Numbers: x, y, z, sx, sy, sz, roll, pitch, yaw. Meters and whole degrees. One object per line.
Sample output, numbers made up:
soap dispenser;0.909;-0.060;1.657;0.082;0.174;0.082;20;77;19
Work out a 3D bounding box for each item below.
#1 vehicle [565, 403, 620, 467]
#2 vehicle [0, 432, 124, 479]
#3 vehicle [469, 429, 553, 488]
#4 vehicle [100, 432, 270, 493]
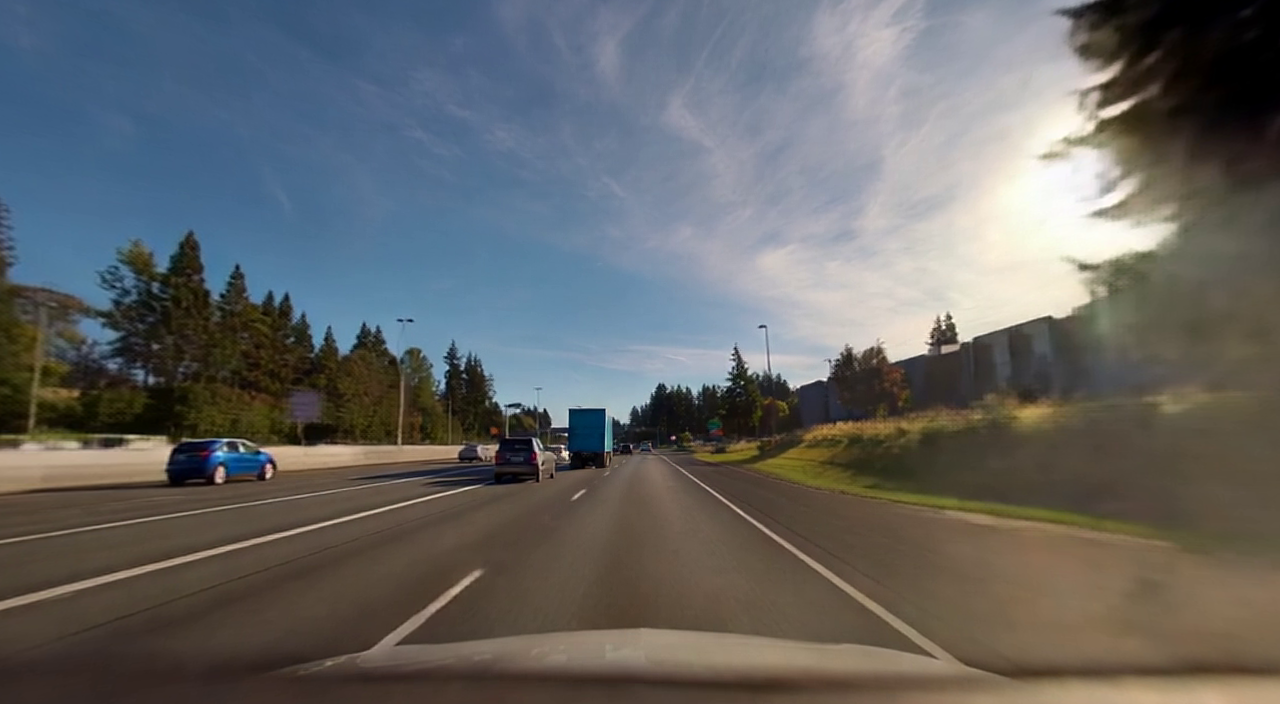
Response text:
vehicle;-3.251;6.257;46.767;2.905;4.037;12.921;0;-8;1
vehicle;-21.687;3.718;22.912;1.892;1.510;4.565;0;-8;1
vehicle;-4.418;3.717;22.292;2.058;1.840;4.443;0;-8;0
vehicle;-14.266;3.463;20.191;1.997;1.695;4.492;0;-8;1
